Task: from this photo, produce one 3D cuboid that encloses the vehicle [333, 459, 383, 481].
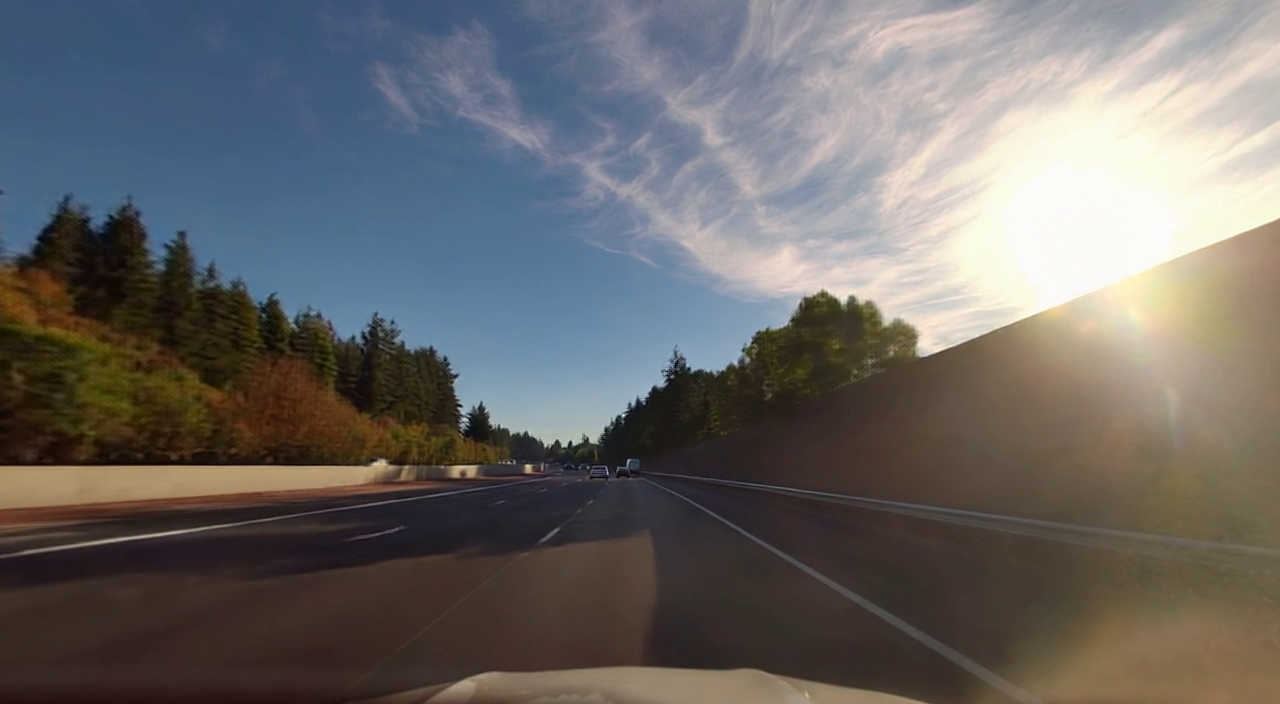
[{"bbox_3d":[-20.453,8.586,45.882,1.738,1.469,4.047,1,-10,-1],"label":"vehicle"}]
